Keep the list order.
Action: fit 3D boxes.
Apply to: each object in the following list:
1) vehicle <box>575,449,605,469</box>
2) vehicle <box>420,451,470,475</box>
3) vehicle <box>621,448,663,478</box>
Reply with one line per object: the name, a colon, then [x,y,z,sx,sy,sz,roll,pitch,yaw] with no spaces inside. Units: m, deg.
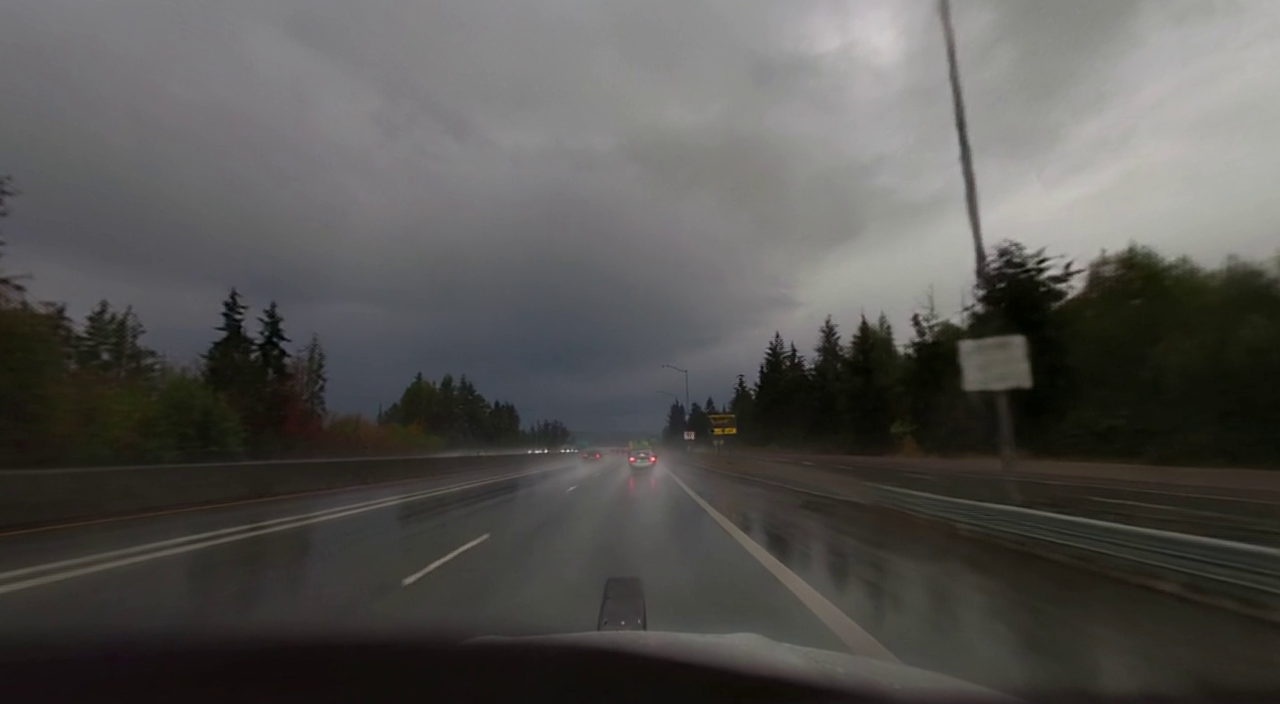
vehicle: [-3.759,8.160,48.223,1.877,1.504,3.799,0,-9,1]
vehicle: [-13.355,7.605,43.411,1.894,1.477,4.621,0,-9,0]
vehicle: [0.084,5.624,32.150,2.002,1.449,3.612,0,-9,0]
